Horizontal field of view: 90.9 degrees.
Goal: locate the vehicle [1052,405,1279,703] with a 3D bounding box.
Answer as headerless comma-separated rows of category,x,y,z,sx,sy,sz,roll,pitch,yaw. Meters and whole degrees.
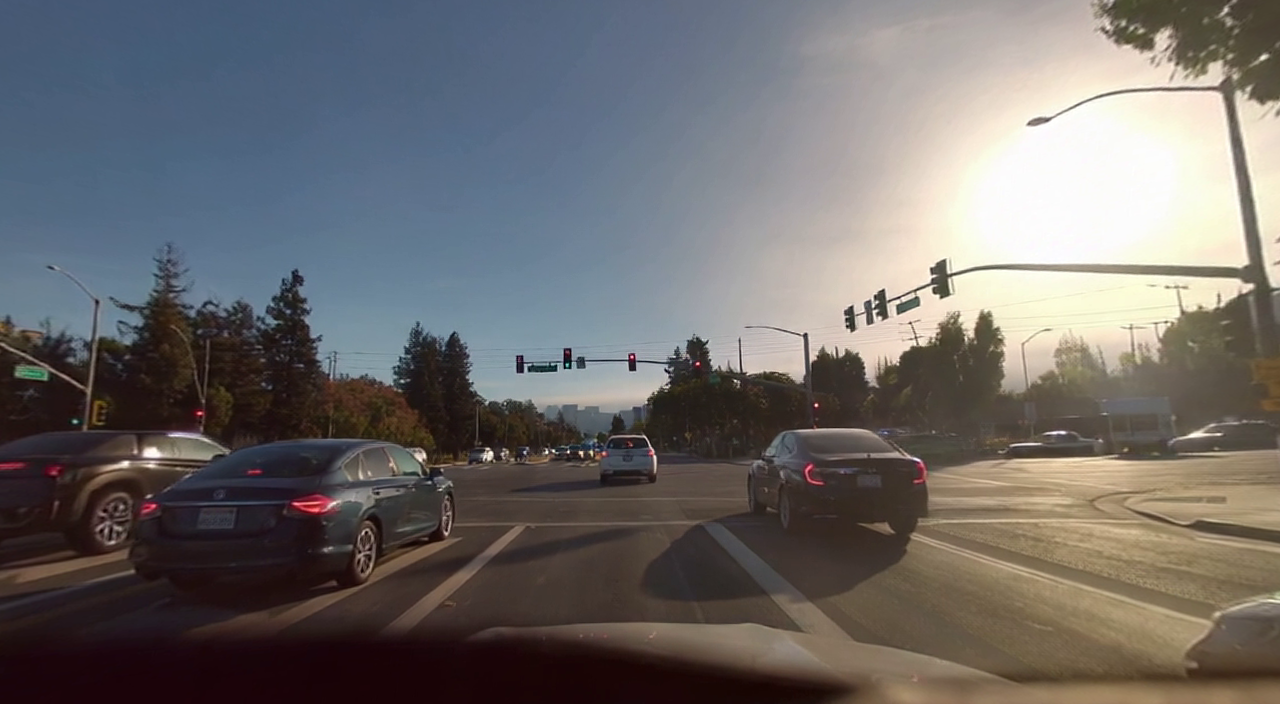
vehicle,3.180,0.763,1.113,1.960,1.460,4.233,0,-8,-1

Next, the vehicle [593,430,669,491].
vehicle,-0.244,3.466,20.405,2.215,1.749,3.976,0,-8,1

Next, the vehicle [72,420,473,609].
vehicle,-3.527,1.621,7.290,1.941,1.492,4.399,0,-8,1

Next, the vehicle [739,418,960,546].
vehicle,3.201,2.089,10.829,2.097,1.707,4.461,0,-8,-2
